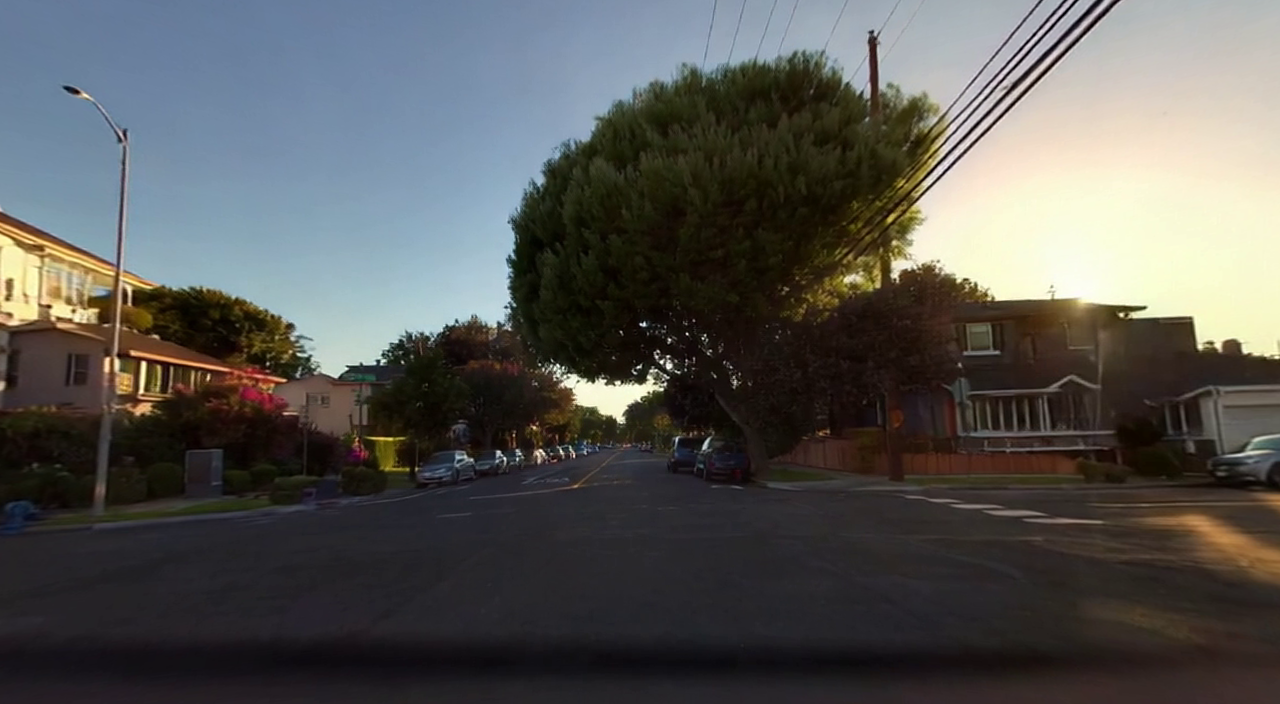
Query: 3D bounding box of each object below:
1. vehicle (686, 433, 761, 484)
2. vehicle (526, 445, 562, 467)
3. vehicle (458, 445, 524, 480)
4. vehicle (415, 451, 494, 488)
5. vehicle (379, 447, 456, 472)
[{"bbox_3d":[3.030,3.990,23.882,2.114,1.708,4.474,0,-9,-2],"label":"vehicle"},{"bbox_3d":[-7.072,7.693,46.928,1.914,1.508,4.653,0,-9,0],"label":"vehicle"},{"bbox_3d":[-7.113,5.314,30.689,1.957,1.549,4.527,-1,-9,2],"label":"vehicle"},{"bbox_3d":[-7.249,4.619,25.079,1.926,1.307,3.909,0,-9,0],"label":"vehicle"},{"bbox_3d":[-13.439,6.505,38.340,3.905,1.480,1.892,0,-9,0],"label":"vehicle"}]
